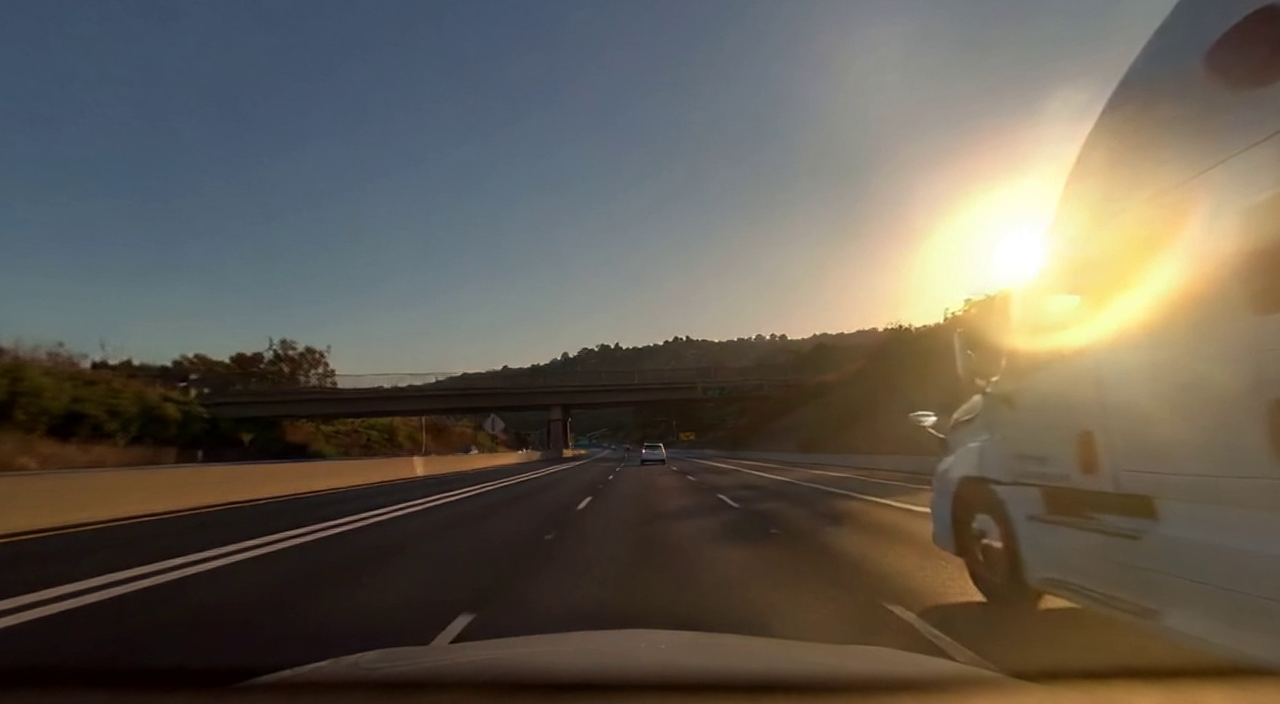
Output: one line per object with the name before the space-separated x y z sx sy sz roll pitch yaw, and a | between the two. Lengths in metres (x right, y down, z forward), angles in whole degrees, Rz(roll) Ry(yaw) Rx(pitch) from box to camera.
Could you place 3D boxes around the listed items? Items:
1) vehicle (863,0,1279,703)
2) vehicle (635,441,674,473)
vehicle | 4.032 -0.353 1.611 3.027 3.903 10.307 0 -8 0
vehicle | 0.757 5.781 34.894 2.050 1.654 4.192 0 -8 0
